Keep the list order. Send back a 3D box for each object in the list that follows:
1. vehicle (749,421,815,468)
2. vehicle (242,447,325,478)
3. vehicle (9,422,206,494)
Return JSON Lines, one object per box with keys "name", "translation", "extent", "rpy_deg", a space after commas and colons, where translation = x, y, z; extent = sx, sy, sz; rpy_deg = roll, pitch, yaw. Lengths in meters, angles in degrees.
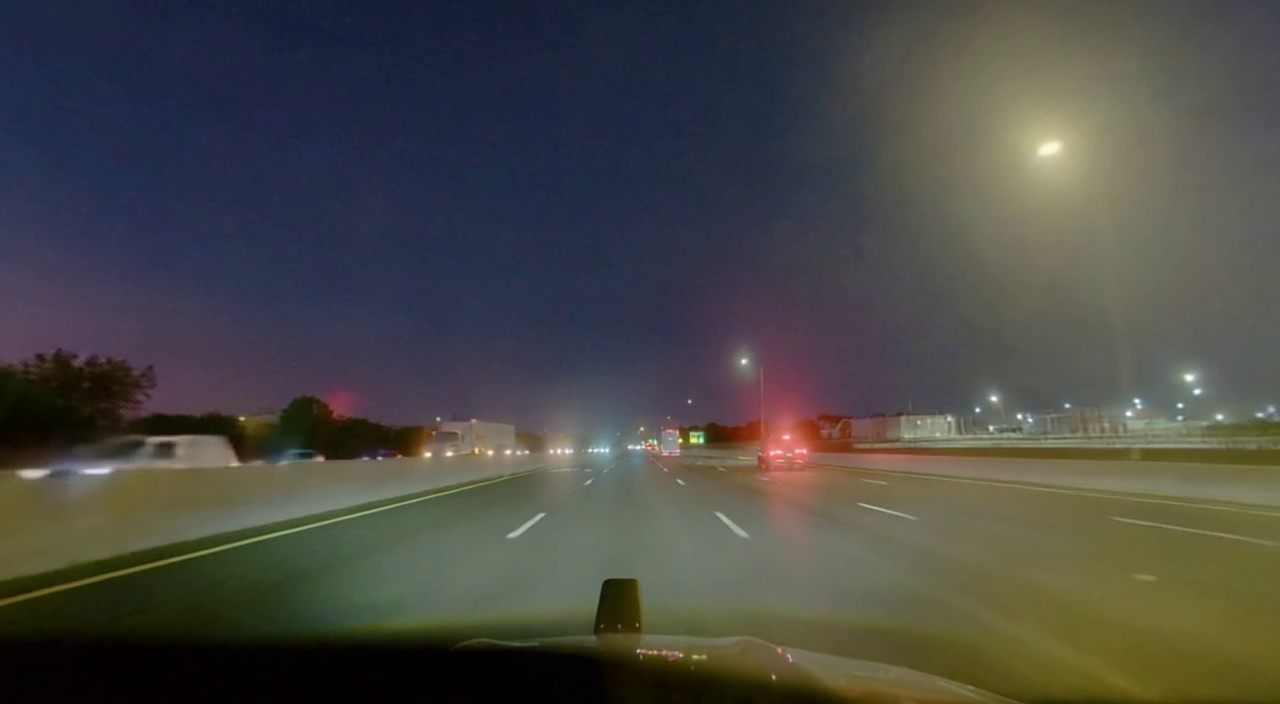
{"name": "vehicle", "translation": [10.785, 7.192, 48.986], "extent": [2.912, 3.293, 9.588], "rpy_deg": [0, -9, 0]}
{"name": "vehicle", "translation": [-17.675, 5.456, 31.542], "extent": [1.853, 1.432, 3.924], "rpy_deg": [0, -9, -1]}
{"name": "vehicle", "translation": [-13.767, 2.775, 16.678], "extent": [1.807, 1.667, 3.770], "rpy_deg": [0, -9, 1]}
